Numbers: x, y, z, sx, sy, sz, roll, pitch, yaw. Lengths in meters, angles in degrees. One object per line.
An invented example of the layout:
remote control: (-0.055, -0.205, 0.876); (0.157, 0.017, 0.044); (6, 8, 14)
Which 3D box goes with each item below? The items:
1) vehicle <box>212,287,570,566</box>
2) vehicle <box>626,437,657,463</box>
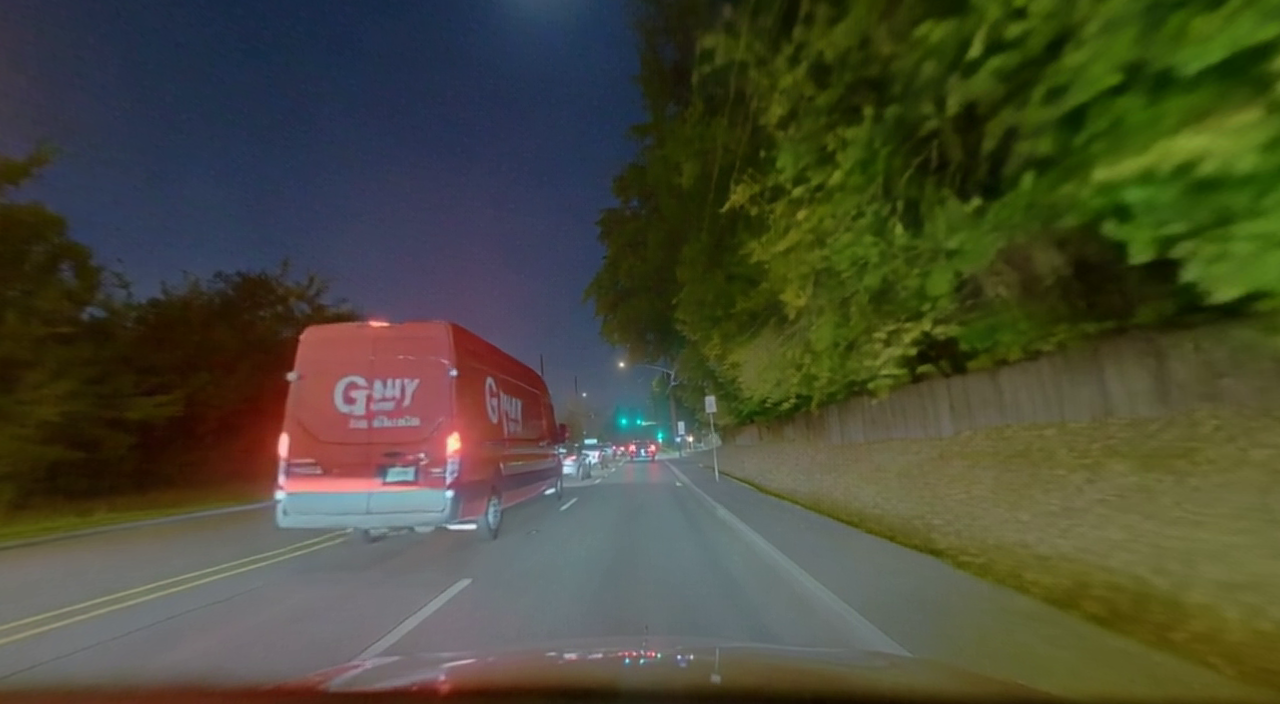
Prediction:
vehicle: (-3.312, 1.482, 11.759); (2.818, 3.181, 9.114); (0, -9, 1)
vehicle: (0.167, 7.424, 47.831); (2.241, 1.912, 4.095); (0, -8, 1)
